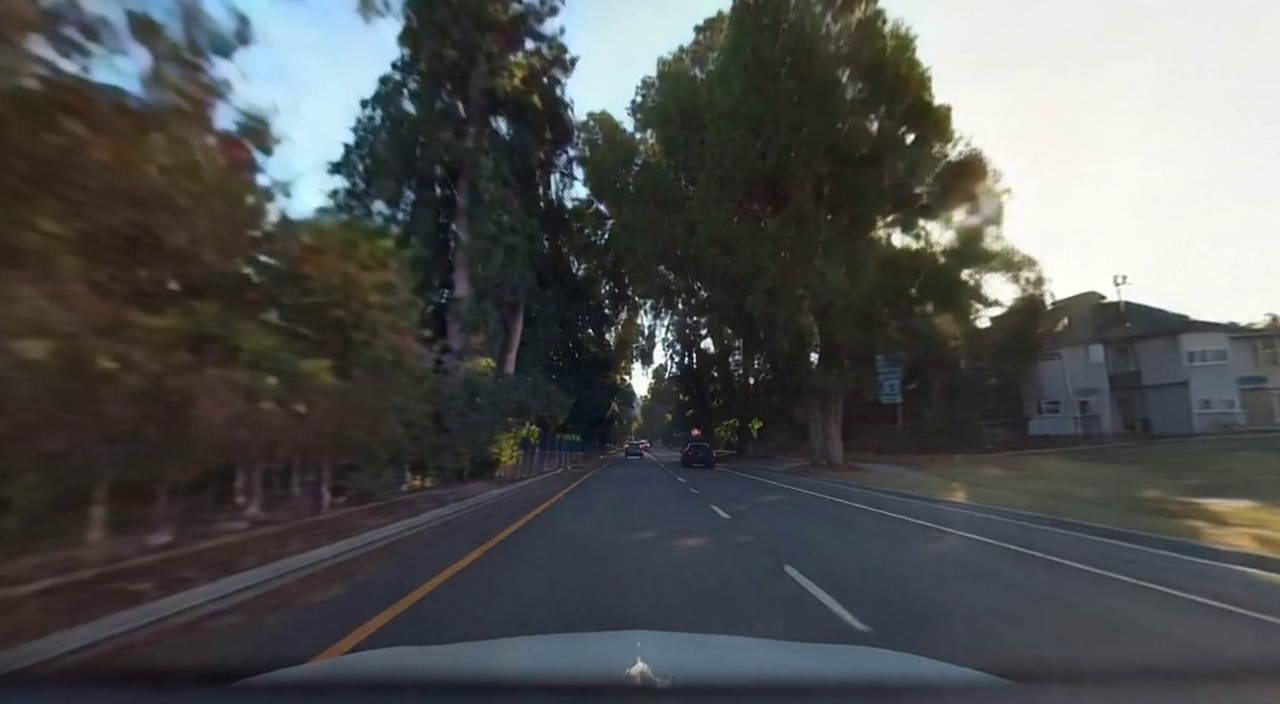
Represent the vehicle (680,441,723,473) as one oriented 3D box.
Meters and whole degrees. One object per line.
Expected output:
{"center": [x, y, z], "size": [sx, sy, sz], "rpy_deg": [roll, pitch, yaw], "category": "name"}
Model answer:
{"center": [3.358, 5.788, 35.163], "size": [1.888, 1.640, 4.044], "rpy_deg": [0, -8, -2], "category": "vehicle"}
